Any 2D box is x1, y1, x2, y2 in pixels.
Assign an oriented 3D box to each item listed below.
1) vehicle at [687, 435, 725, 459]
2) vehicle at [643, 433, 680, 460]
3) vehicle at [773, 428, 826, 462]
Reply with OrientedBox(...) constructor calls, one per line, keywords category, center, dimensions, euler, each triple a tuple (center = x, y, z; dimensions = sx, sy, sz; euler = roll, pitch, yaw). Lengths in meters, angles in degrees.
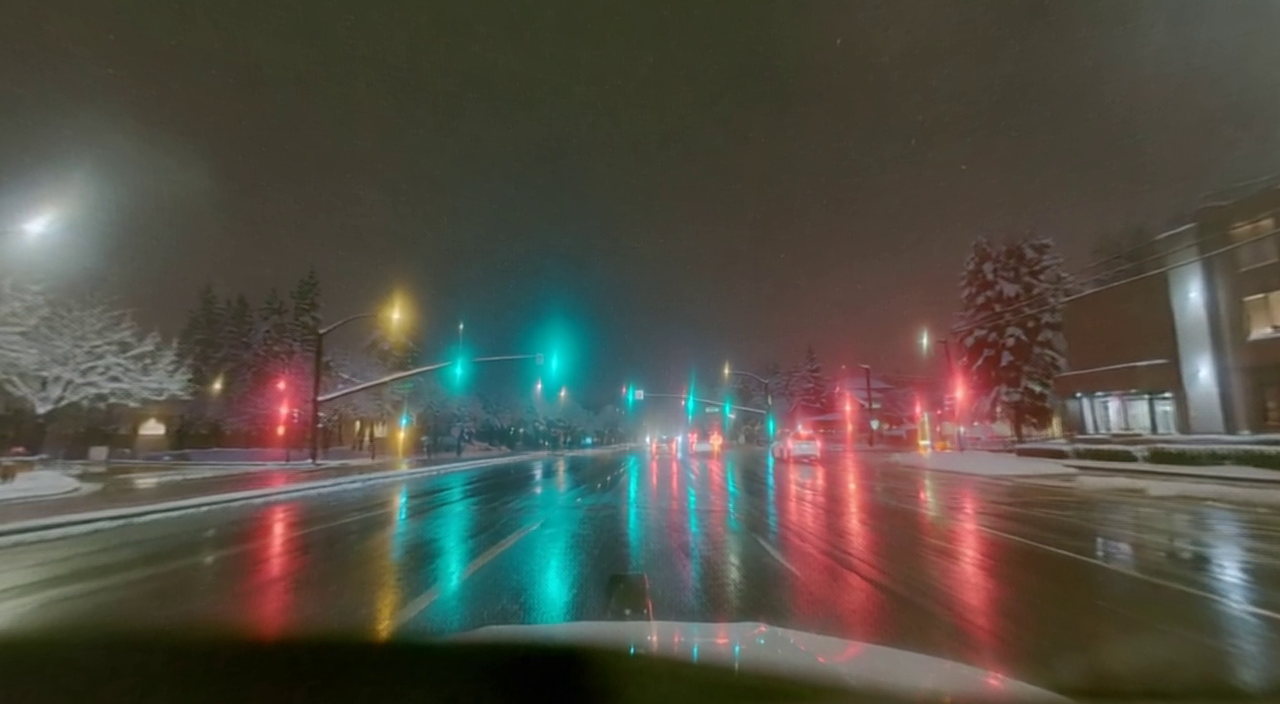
OrientedBox(category="vehicle", center=(4.173, 6.085, 40.539), dimensions=(1.994, 1.436, 4.169), euler=(0, -9, 0))
OrientedBox(category="vehicle", center=(1.300, 5.723, 38.064), dimensions=(2.099, 1.516, 4.681), euler=(0, -9, 2))
OrientedBox(category="vehicle", center=(9.537, 5.595, 38.065), dimensions=(2.132, 1.892, 4.851), euler=(-1, -8, 3))
